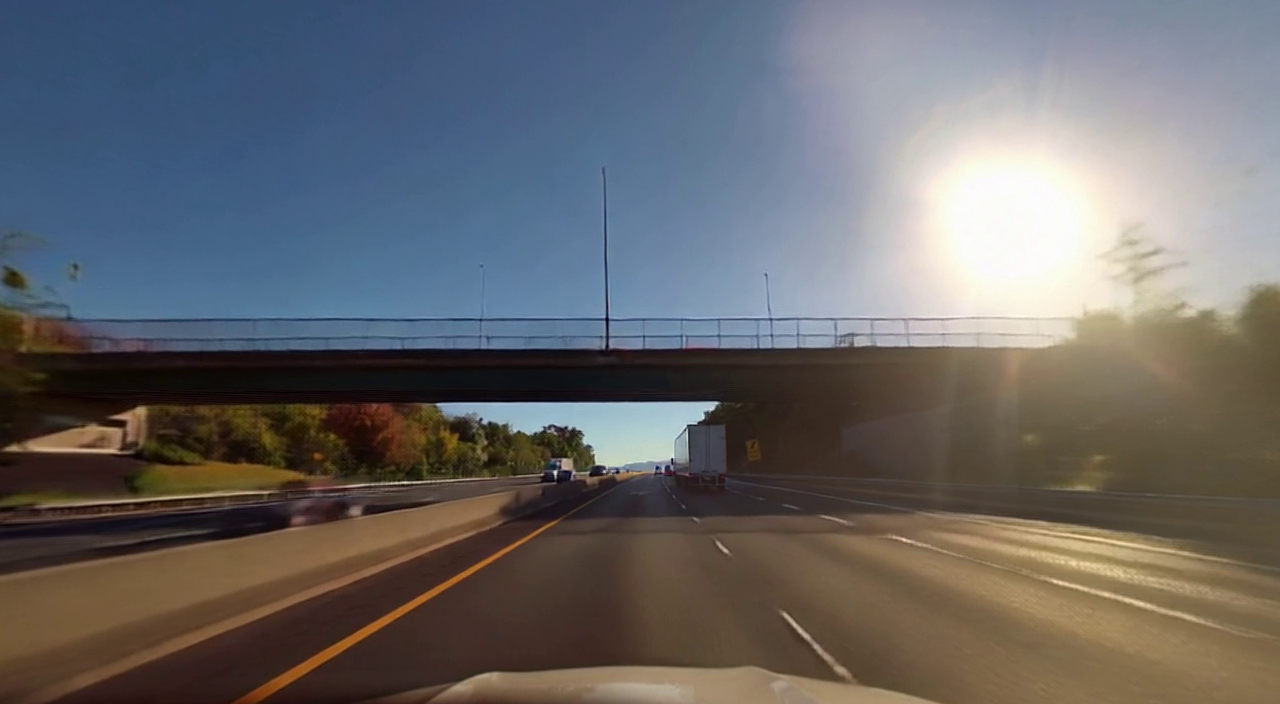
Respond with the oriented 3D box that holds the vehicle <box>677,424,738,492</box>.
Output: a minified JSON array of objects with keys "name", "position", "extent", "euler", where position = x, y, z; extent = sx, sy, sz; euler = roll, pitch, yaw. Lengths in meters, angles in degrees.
[{"name":"vehicle","position":[4.410,7.486,43.989],"extent":[3.054,4.005,11.895],"euler":[0,-11,0]}]

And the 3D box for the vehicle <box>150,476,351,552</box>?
[{"name":"vehicle","position":[-8.989,3.744,15.107],"extent":[1.982,1.461,4.349],"euler":[1,-11,0]}]
